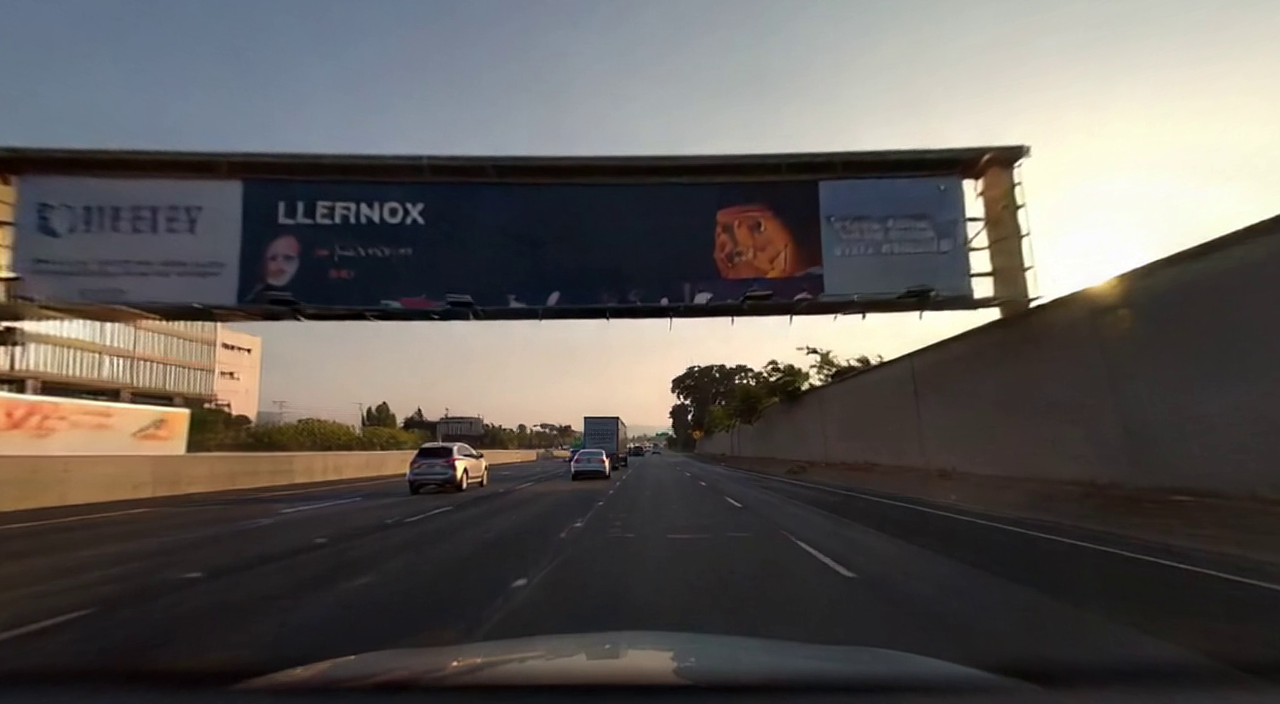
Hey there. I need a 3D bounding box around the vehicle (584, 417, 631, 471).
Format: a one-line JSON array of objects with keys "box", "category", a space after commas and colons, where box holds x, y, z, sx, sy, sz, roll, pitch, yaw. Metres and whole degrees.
[{"box": [-2.180, 6.588, 44.870, 2.794, 3.460, 8.595, 0, -9, 1], "category": "vehicle"}]

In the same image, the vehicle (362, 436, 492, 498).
[{"box": [-6.780, 3.716, 20.829, 2.401, 1.759, 5.126, 0, -9, 1], "category": "vehicle"}]

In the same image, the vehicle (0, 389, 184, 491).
[{"box": [-26.860, 3.843, 27.143, 2.889, 4.015, 15.036, 0, -9, 1], "category": "vehicle"}]

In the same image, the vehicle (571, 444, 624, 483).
[{"box": [-1.865, 5.008, 28.554, 2.168, 1.597, 3.615, 0, -9, 0], "category": "vehicle"}]
